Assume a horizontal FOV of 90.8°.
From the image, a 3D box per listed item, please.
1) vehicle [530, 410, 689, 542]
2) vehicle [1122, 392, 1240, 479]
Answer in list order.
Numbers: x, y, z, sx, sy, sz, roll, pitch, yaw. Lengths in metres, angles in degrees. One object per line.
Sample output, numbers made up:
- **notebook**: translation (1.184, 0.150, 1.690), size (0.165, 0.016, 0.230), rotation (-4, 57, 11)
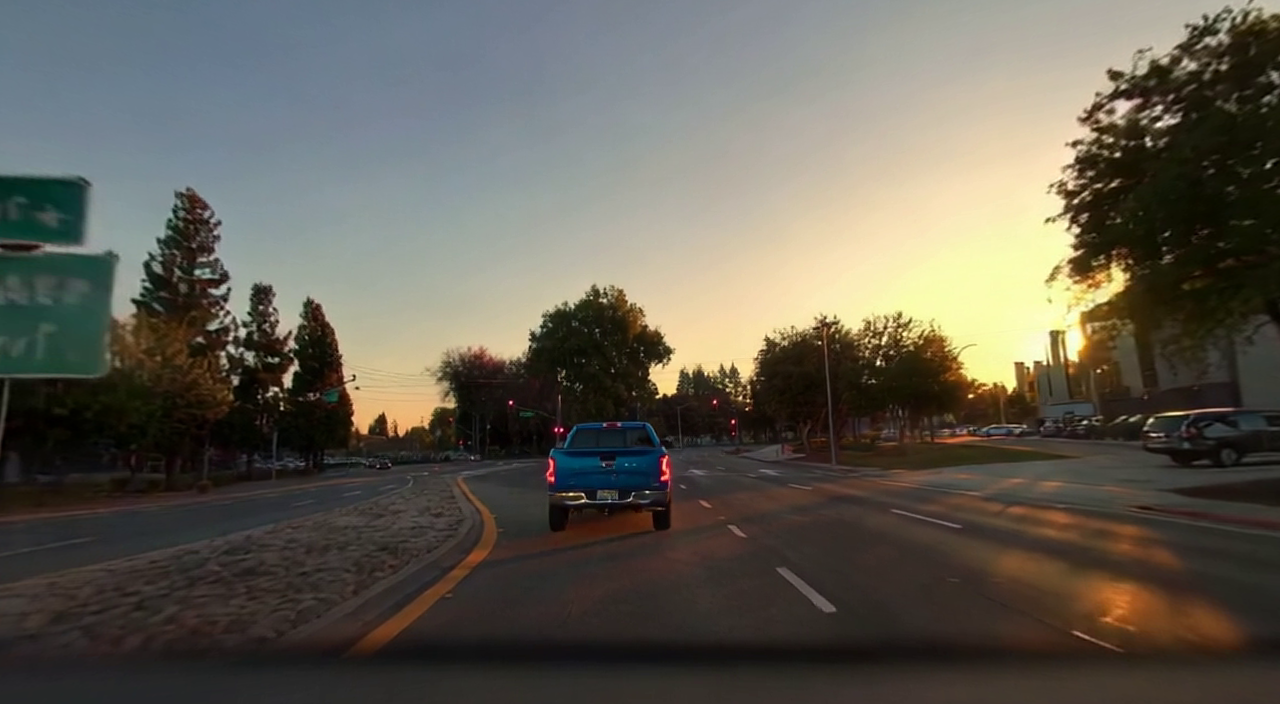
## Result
- **vehicle**: translation (-0.468, 2.033, 11.019), size (2.145, 1.762, 4.731), rotation (0, -8, -1)
- **vehicle**: translation (16.541, 2.569, 19.389), size (1.862, 2.438, 1.649), rotation (-1, -10, -14)
